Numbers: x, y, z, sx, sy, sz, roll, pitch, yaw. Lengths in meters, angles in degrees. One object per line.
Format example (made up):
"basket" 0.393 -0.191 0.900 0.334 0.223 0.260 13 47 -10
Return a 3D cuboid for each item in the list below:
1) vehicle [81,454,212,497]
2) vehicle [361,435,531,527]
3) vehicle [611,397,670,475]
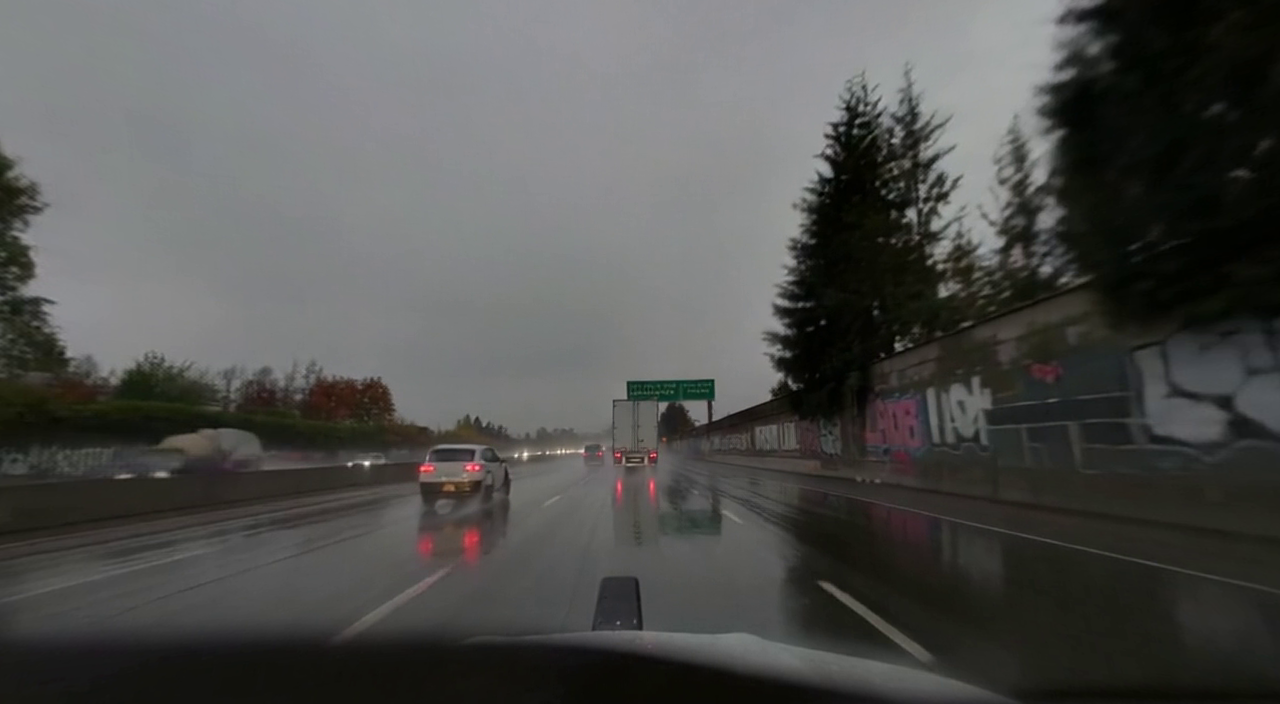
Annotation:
"vehicle" -19.458 4.836 24.973 1.853 1.495 4.151 0 -9 -1
"vehicle" -3.686 2.535 12.824 2.158 1.538 4.047 0 -9 0
"vehicle" -0.122 5.158 37.803 3.042 4.023 10.832 0 -9 -2
